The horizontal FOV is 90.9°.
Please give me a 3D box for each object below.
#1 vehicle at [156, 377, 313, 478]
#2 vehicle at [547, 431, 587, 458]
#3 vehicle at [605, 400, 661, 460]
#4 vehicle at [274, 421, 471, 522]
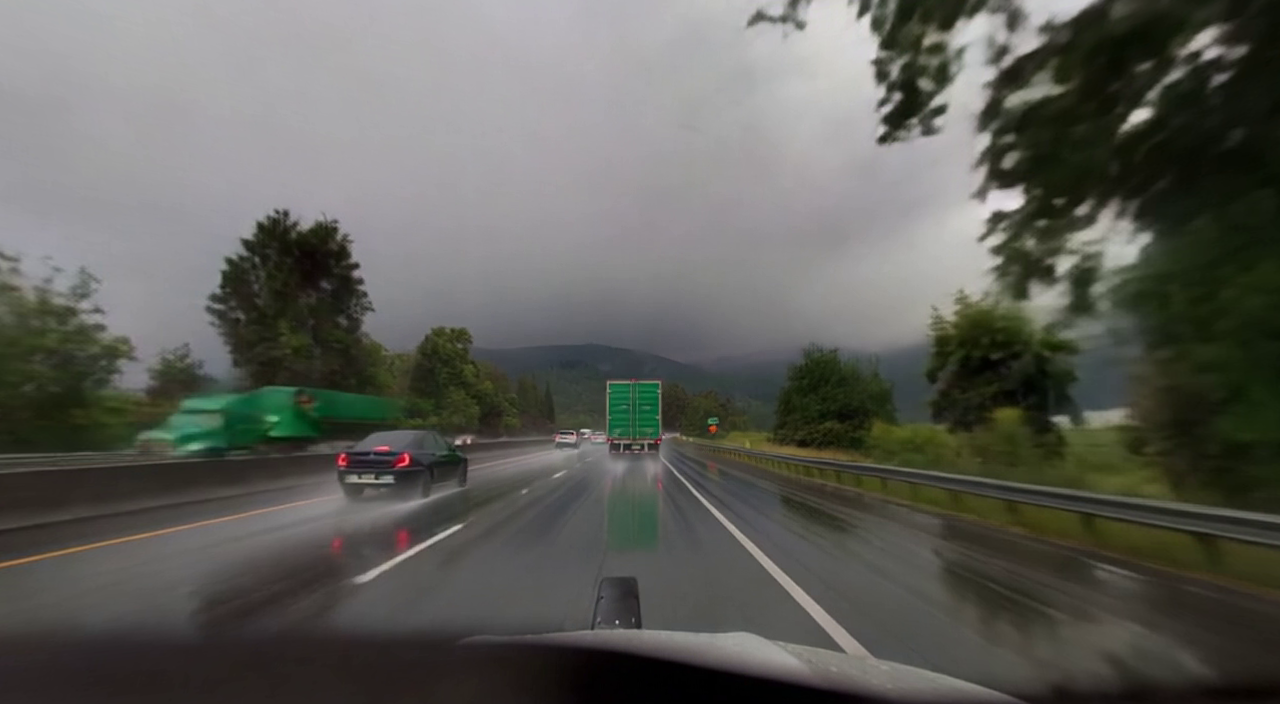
[{"bbox_3d":[-17.722,3.405,28.136,2.993,4.004,5.828,0,-8,0],"label":"vehicle"},{"bbox_3d":[-4.944,6.307,43.146,2.138,1.697,4.587,0,-8,1],"label":"vehicle"},{"bbox_3d":[-0.289,3.320,26.834,2.319,2.461,1.270,0,-8,0],"label":"vehicle"},{"bbox_3d":[-4.598,2.082,11.576,1.909,1.520,3.897,0,-8,0],"label":"vehicle"}]
